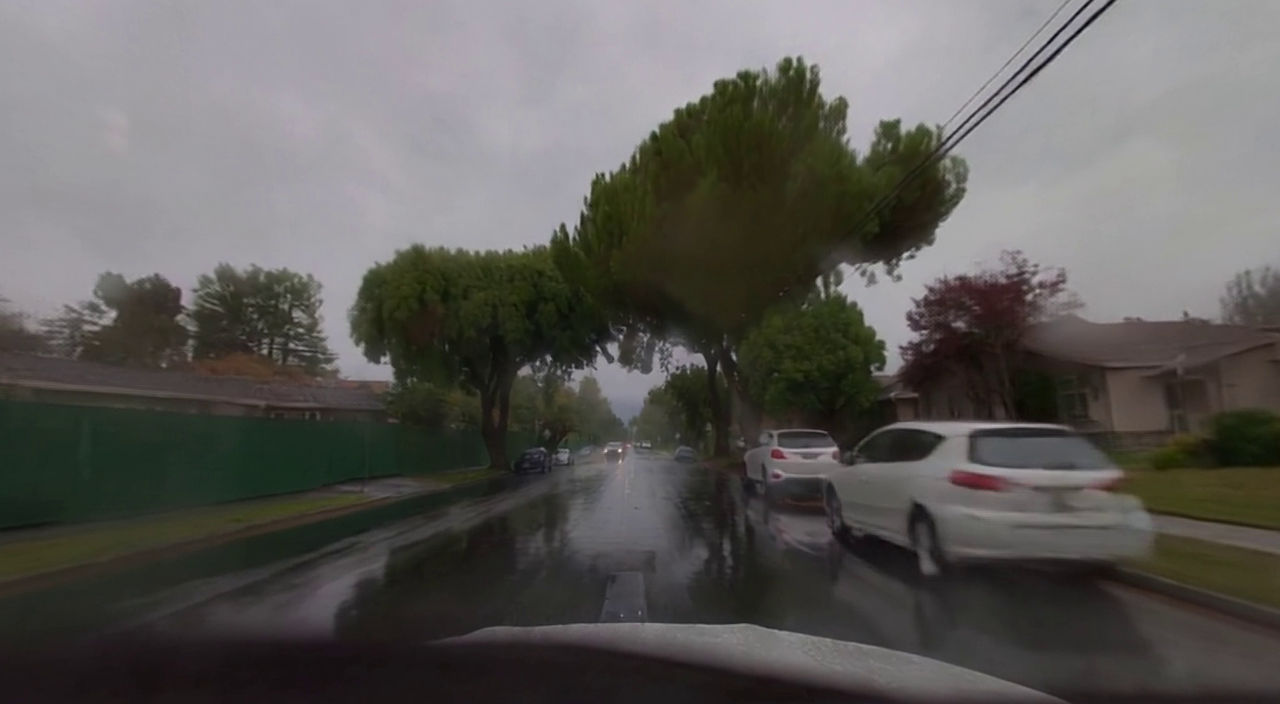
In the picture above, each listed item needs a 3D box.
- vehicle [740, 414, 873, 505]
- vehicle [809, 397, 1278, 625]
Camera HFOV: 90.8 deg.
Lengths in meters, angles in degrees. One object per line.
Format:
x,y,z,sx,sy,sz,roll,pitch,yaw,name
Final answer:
4.099,2.727,16.407,2.220,2.045,4.139,0,-8,-1,vehicle
3.636,1.522,7.167,2.122,1.673,4.876,0,-8,1,vehicle
